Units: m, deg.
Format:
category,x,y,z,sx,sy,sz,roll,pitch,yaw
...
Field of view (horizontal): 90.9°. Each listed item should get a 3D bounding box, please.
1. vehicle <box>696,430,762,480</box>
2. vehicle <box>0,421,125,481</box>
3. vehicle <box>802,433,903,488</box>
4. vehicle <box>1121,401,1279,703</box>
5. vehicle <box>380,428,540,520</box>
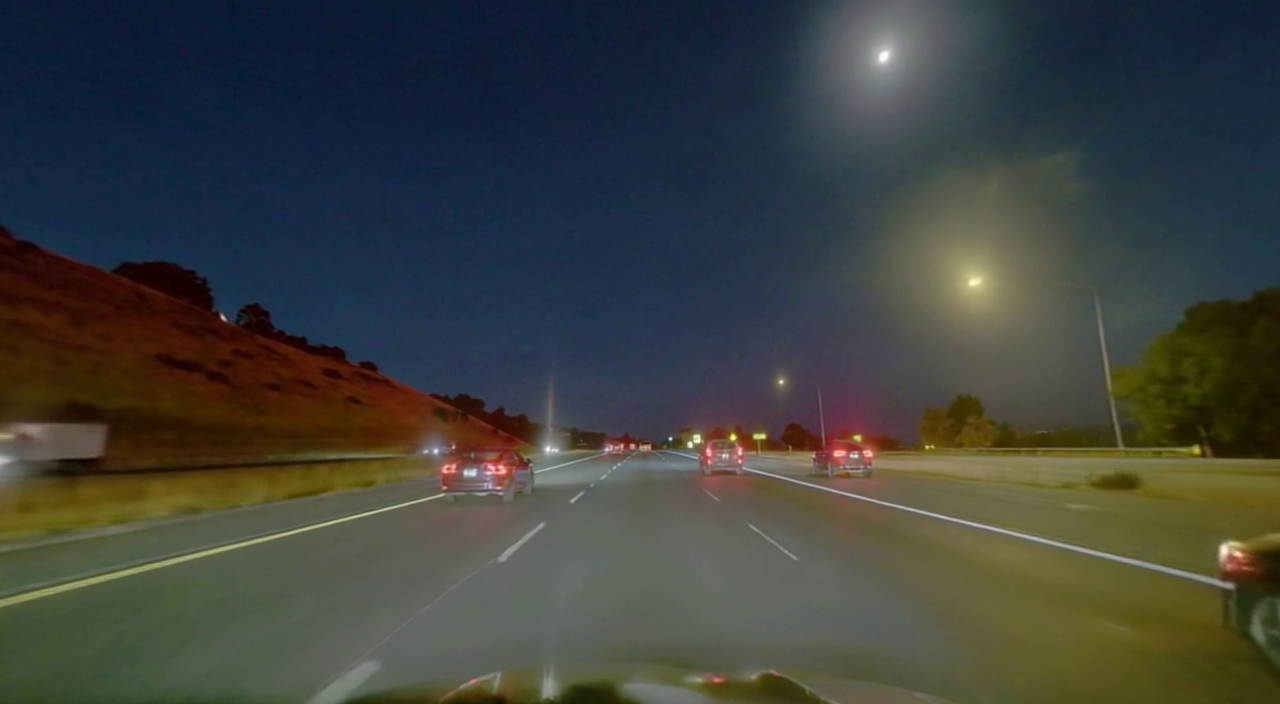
category,x,y,z,sx,sy,sz,roll,pitch,yaw
vehicle,3.671,4.375,27.054,2.121,1.925,5.056,0,-8,0
vehicle,-35.183,5.789,37.037,2.759,3.143,8.346,0,-8,0
vehicle,7.291,3.759,22.146,1.998,1.717,4.338,0,-8,0
vehicle,3.458,0.723,1.048,1.941,1.481,4.300,0,-8,1
vehicle,-3.701,2.596,13.970,2.166,1.672,4.388,0,-8,1
